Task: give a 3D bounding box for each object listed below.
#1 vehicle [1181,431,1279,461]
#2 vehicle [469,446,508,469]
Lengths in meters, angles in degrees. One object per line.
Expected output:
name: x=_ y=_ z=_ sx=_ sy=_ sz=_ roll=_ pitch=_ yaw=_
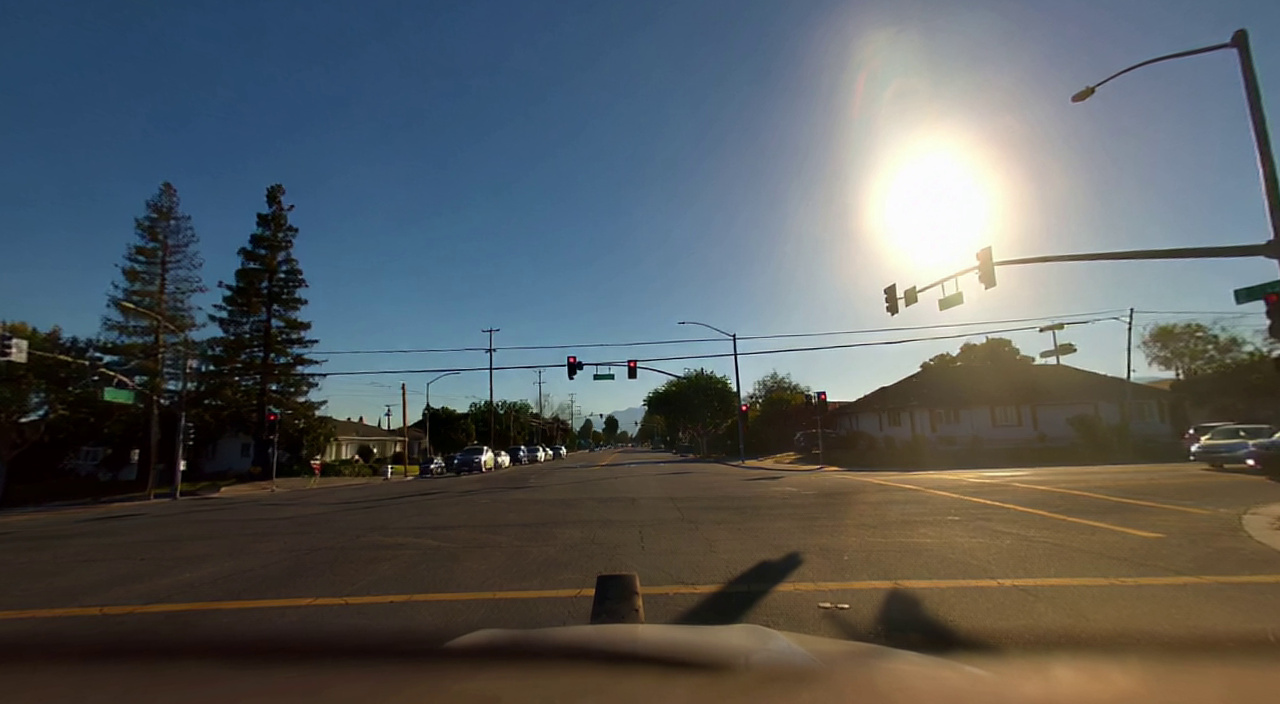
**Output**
vehicle: x=31.321 y=4.887 z=33.016 sx=4.318 sy=1.488 sz=1.870 roll=0 pitch=-9 yaw=-1
vehicle: x=-10.693 y=7.459 z=44.758 sx=1.881 sy=1.509 sz=3.377 roll=0 pitch=-9 yaw=1
